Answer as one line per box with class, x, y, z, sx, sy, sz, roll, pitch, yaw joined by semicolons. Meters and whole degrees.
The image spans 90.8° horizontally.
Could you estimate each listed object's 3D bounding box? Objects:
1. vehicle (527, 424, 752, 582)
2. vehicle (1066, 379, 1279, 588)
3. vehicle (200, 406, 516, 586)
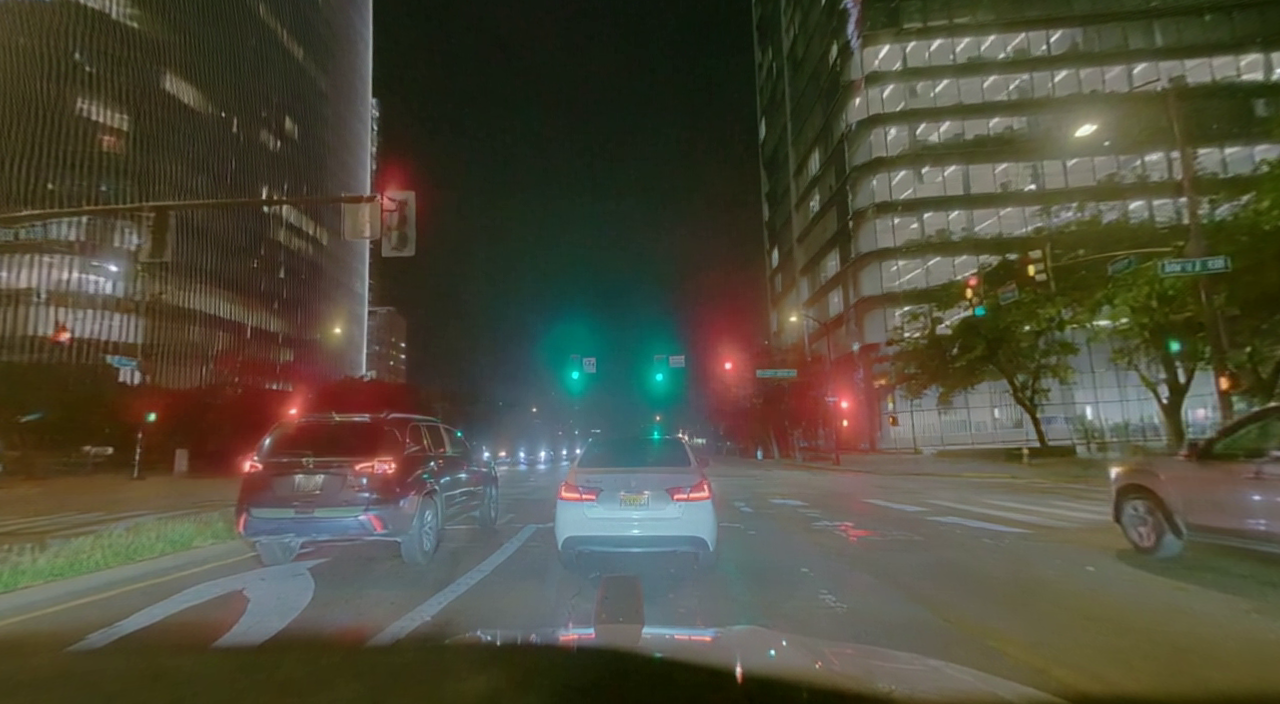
vehicle;0.016;1.765;8.157;2.190;1.522;3.850;0;-8;1
vehicle;6.715;1.181;5.685;2.079;1.828;5.323;0;-8;1
vehicle;-3.167;1.717;8.387;2.081;1.719;4.434;0;-8;1
